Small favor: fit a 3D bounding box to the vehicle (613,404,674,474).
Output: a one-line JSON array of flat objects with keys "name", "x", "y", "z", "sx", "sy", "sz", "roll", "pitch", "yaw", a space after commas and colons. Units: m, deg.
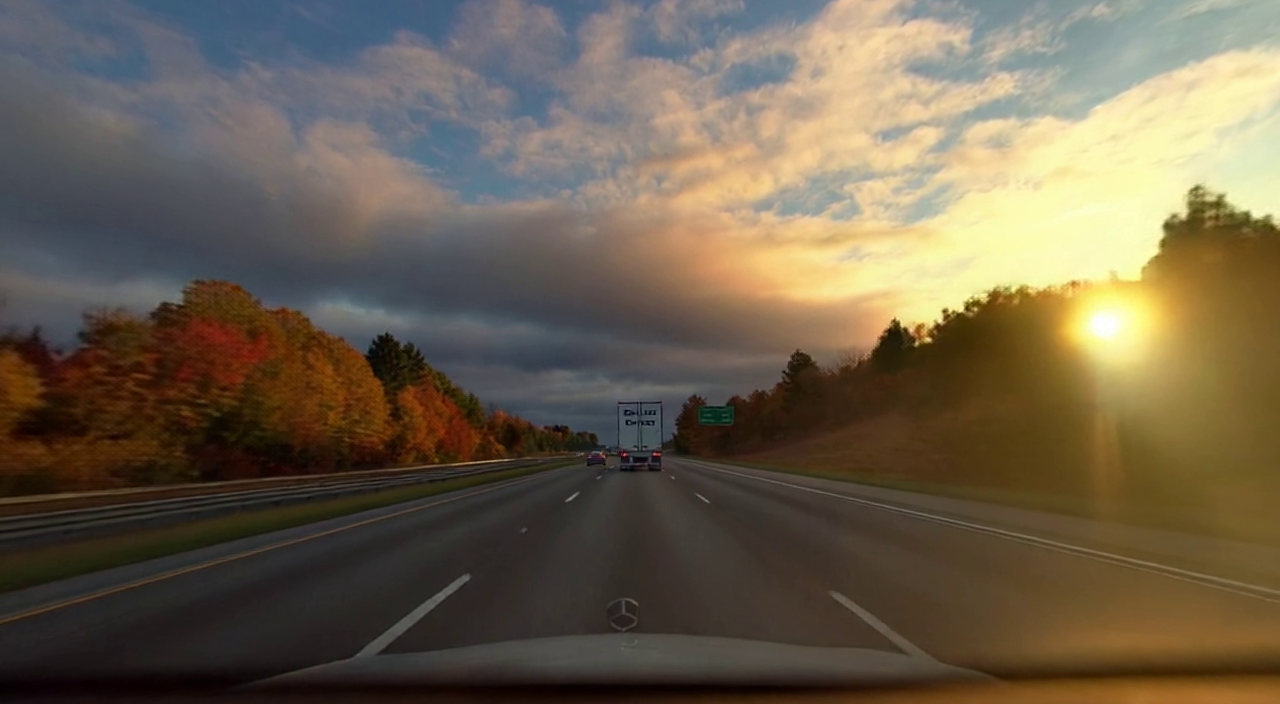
[{"name": "vehicle", "x": 0.141, "y": 6.382, "z": 45.049, "sx": 3.537, "sy": 4.071, "sz": 17.399, "roll": 0, "pitch": -9, "yaw": 0}]
